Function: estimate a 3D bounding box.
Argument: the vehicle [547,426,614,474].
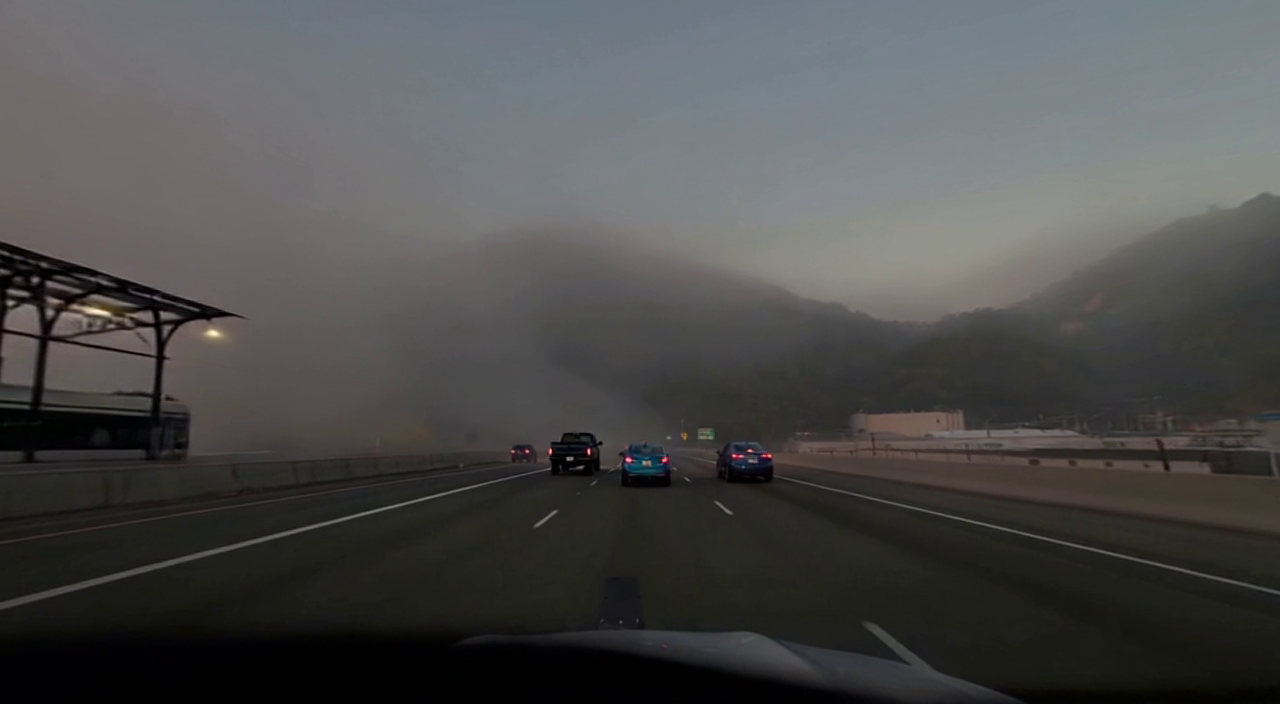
[{"bbox_3d":[-2.968,5.146,33.107,2.733,2.230,6.820,0,-9,1],"label":"vehicle"}]

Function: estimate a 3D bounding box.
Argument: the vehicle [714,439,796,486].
[{"bbox_3d":[3.997,3.946,22.798,2.023,1.510,4.773,0,-9,-1],"label":"vehicle"}]

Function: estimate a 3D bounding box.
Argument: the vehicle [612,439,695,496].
[{"bbox_3d":[0.334,3.353,18.693,2.171,1.493,4.081,0,-9,0],"label":"vehicle"}]
